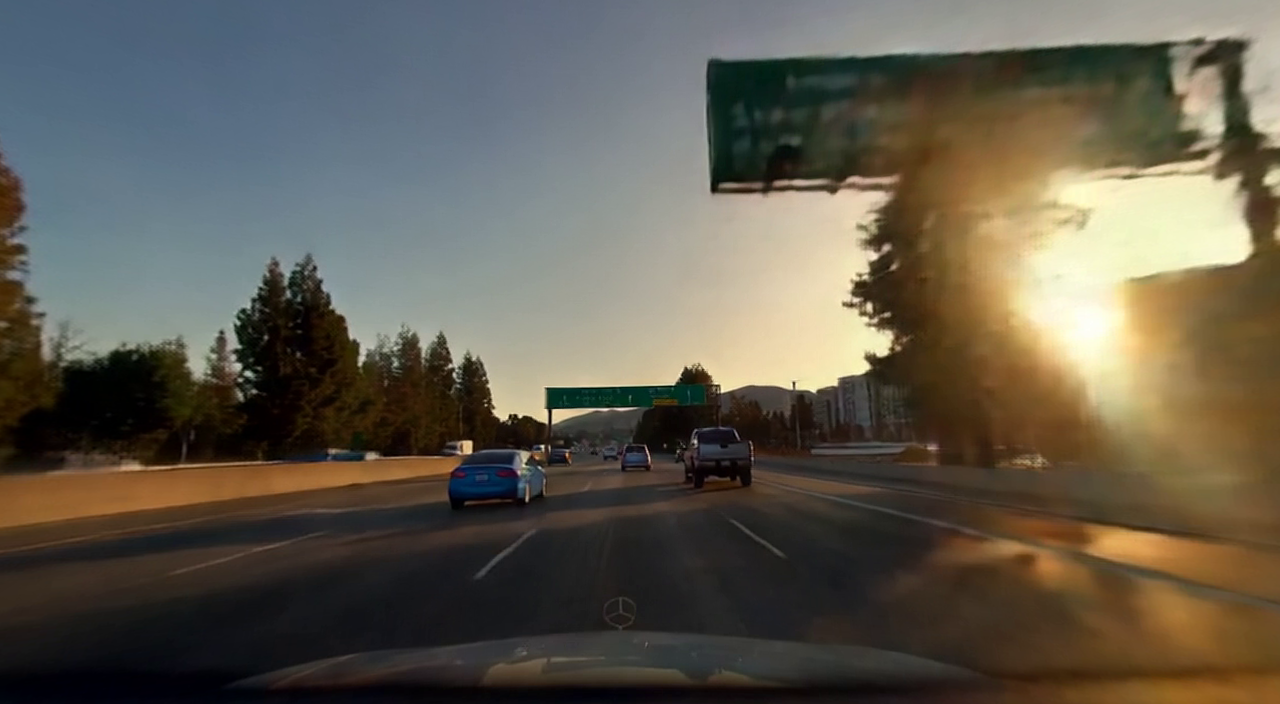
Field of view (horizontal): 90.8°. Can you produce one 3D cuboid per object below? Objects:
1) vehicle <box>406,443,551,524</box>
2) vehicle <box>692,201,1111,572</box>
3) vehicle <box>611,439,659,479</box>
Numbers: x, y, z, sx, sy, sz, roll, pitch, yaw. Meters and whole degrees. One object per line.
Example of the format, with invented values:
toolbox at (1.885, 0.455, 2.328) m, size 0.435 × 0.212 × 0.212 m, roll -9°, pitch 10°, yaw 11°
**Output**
vehicle at (-3.167, 2.686, 13.458) m, size 1.864 × 1.406 × 4.544 m, roll 0°, pitch -9°, yaw 0°
vehicle at (3.410, 1.451, 14.428) m, size 2.876 × 4.086 × 15.117 m, roll 0°, pitch -9°, yaw -1°
vehicle at (-0.249, 5.232, 31.202) m, size 2.203 × 1.805 × 4.358 m, roll 0°, pitch -9°, yaw 0°
